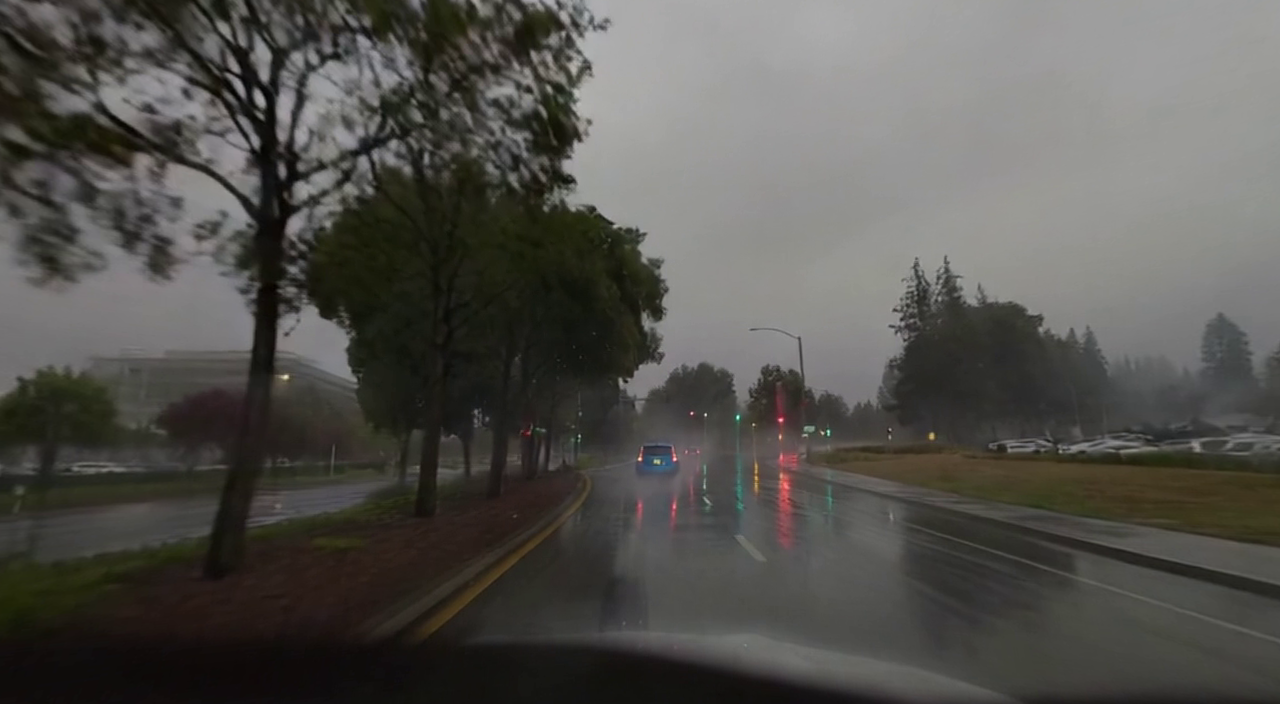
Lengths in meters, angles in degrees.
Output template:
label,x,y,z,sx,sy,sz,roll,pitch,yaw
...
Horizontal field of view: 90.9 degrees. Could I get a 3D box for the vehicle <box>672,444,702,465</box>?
label,x,y,z,sx,sy,sz,roll,pitch,yaw
vehicle,3.553,7.627,47.210,2.001,1.479,4.387,-1,-8,7

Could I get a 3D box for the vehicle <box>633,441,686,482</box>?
label,x,y,z,sx,sy,sz,roll,pitch,yaw
vehicle,0.855,4.450,25.922,2.010,1.535,3.735,-1,-8,4
